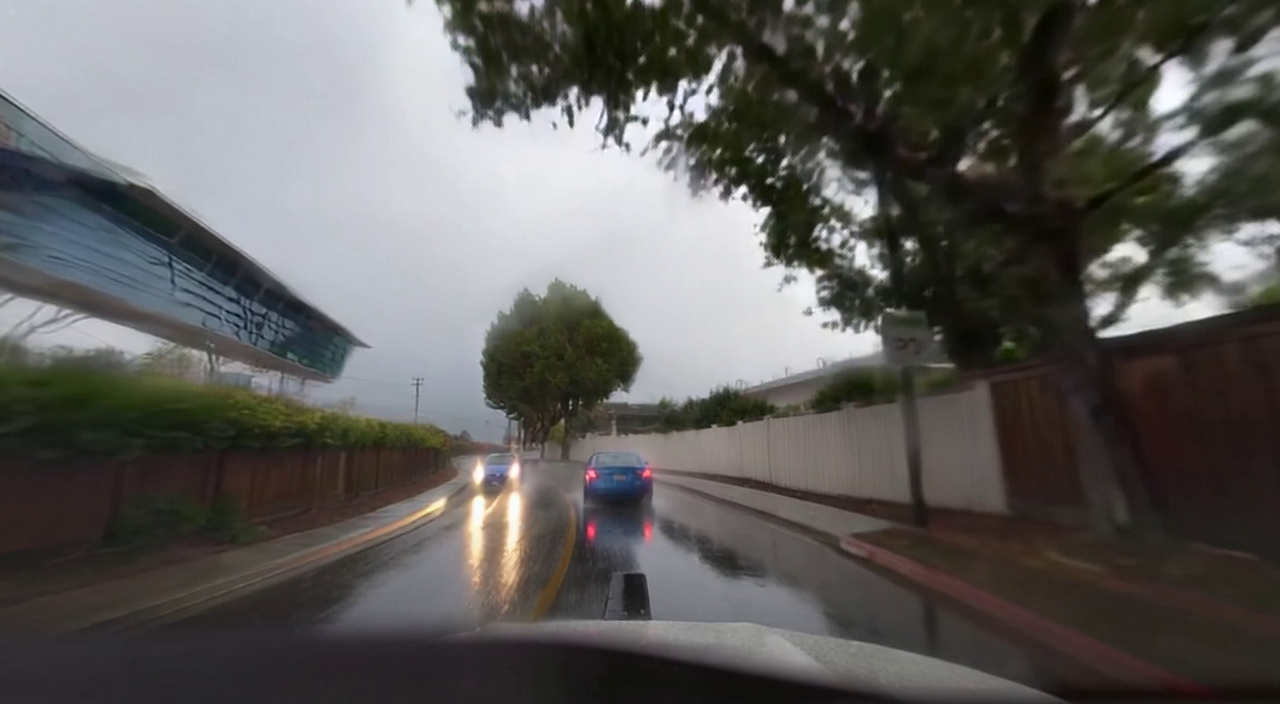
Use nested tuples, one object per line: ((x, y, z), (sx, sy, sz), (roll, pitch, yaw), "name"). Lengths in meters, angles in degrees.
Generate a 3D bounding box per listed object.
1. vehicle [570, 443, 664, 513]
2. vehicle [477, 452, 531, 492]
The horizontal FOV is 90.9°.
((-0.673, 3.034, 15.760), (2.060, 1.487, 3.920), (1, -8, -5), "vehicle")
((-5.530, 4.860, 25.960), (1.957, 1.442, 4.180), (1, -8, -10), "vehicle")
